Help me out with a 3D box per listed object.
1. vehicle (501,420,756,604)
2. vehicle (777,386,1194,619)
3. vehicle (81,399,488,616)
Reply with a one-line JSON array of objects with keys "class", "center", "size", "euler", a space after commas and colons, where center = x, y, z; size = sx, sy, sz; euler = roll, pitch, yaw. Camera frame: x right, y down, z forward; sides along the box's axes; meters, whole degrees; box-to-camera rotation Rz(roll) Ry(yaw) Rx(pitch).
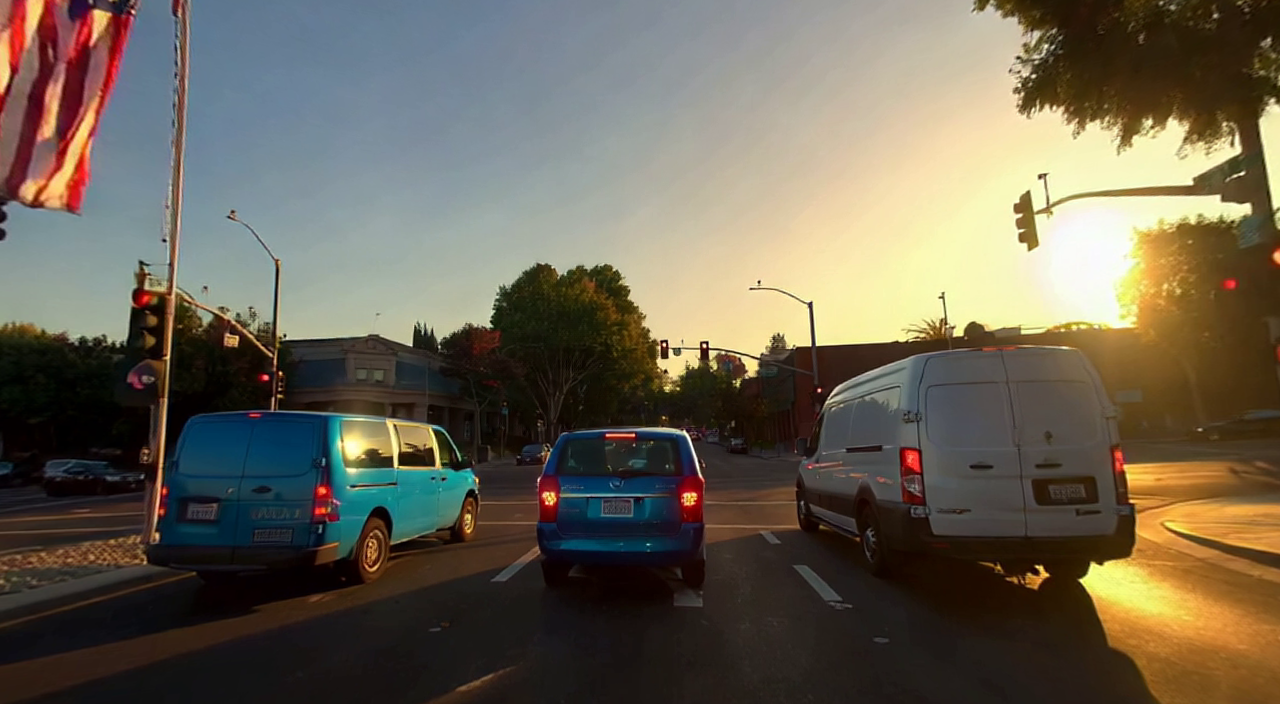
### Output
[{"class": "vehicle", "center": [-0.143, 1.632, 7.326], "size": [2.098, 1.494, 4.118], "euler": [0, -9, -1]}, {"class": "vehicle", "center": [3.090, 1.465, 7.034], "size": [2.178, 1.746, 4.400], "euler": [0, -9, 1]}, {"class": "vehicle", "center": [-3.310, 1.522, 7.040], "size": [2.024, 1.677, 3.998], "euler": [-1, -9, 3]}]
